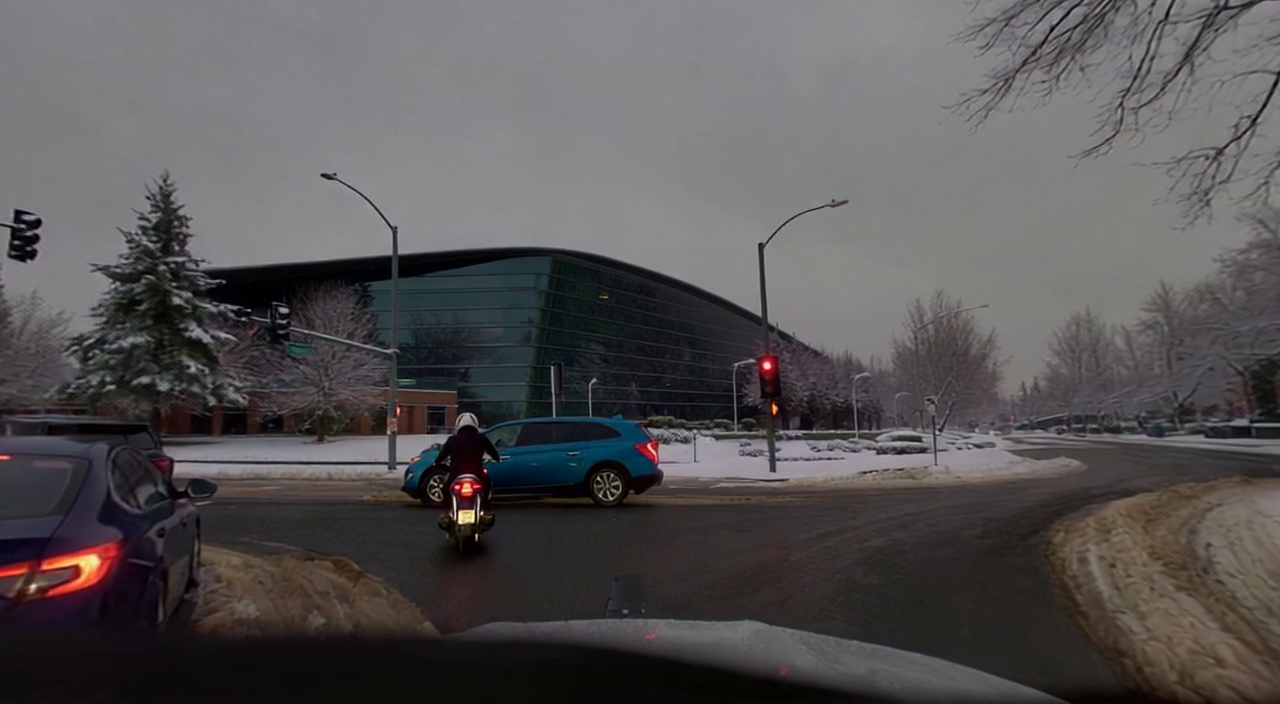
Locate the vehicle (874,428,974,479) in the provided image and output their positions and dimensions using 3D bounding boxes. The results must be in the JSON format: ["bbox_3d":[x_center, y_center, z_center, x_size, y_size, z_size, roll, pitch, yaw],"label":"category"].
[{"bbox_3d":[10.458,3.651,23.045,2.084,1.656,4.583,-7,-11,39],"label":"vehicle"}]

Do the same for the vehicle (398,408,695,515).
[{"bbox_3d":[-1.980,2.293,13.660,5.833,1.960,2.341,2,-9,-16],"label":"vehicle"}]

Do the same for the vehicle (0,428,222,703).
[{"bbox_3d":[-4.229,1.295,4.279,2.009,1.450,4.182,6,-10,-36],"label":"vehicle"}]

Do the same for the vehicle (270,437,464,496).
[{"bbox_3d":[-7.280,3.085,17.153,4.401,1.480,1.864,-1,-8,3],"label":"vehicle"}]
